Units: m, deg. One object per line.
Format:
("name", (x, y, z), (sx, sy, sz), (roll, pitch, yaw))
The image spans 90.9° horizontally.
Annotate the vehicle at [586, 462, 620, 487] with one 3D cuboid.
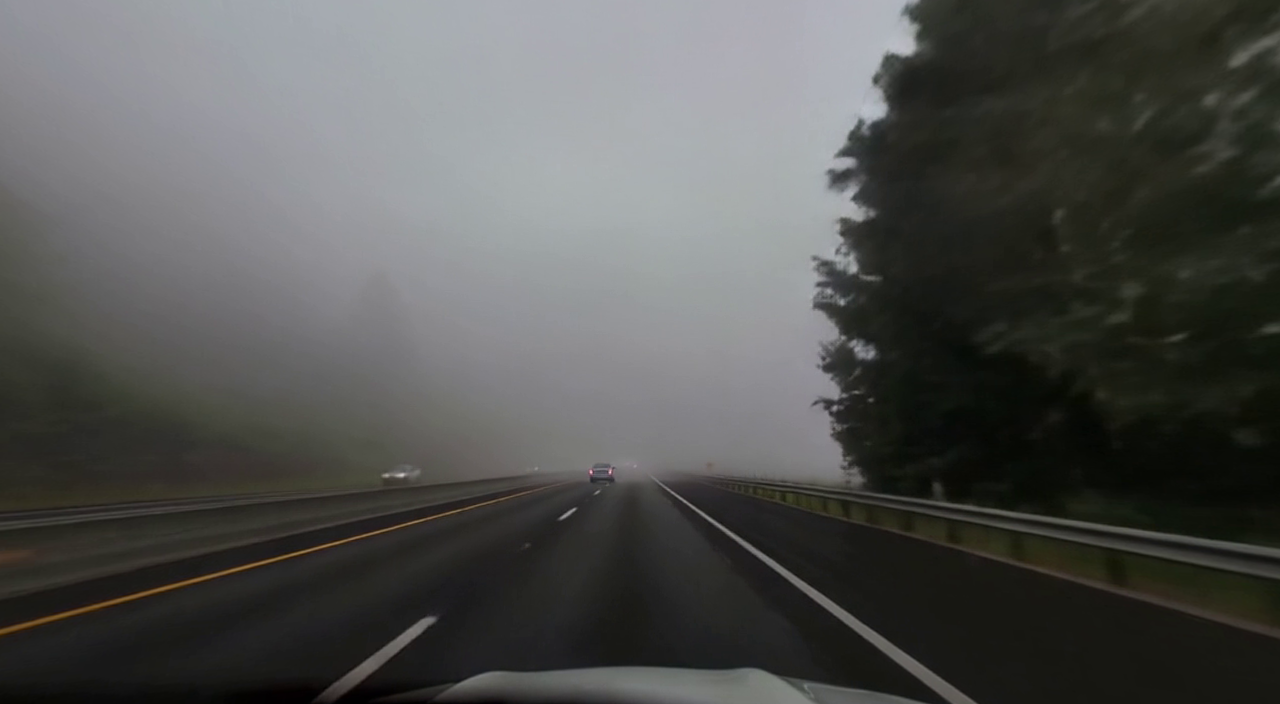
("vehicle", (-2.467, 8.294, 42.790), (1.900, 1.550, 4.146), (0, -10, 2))
